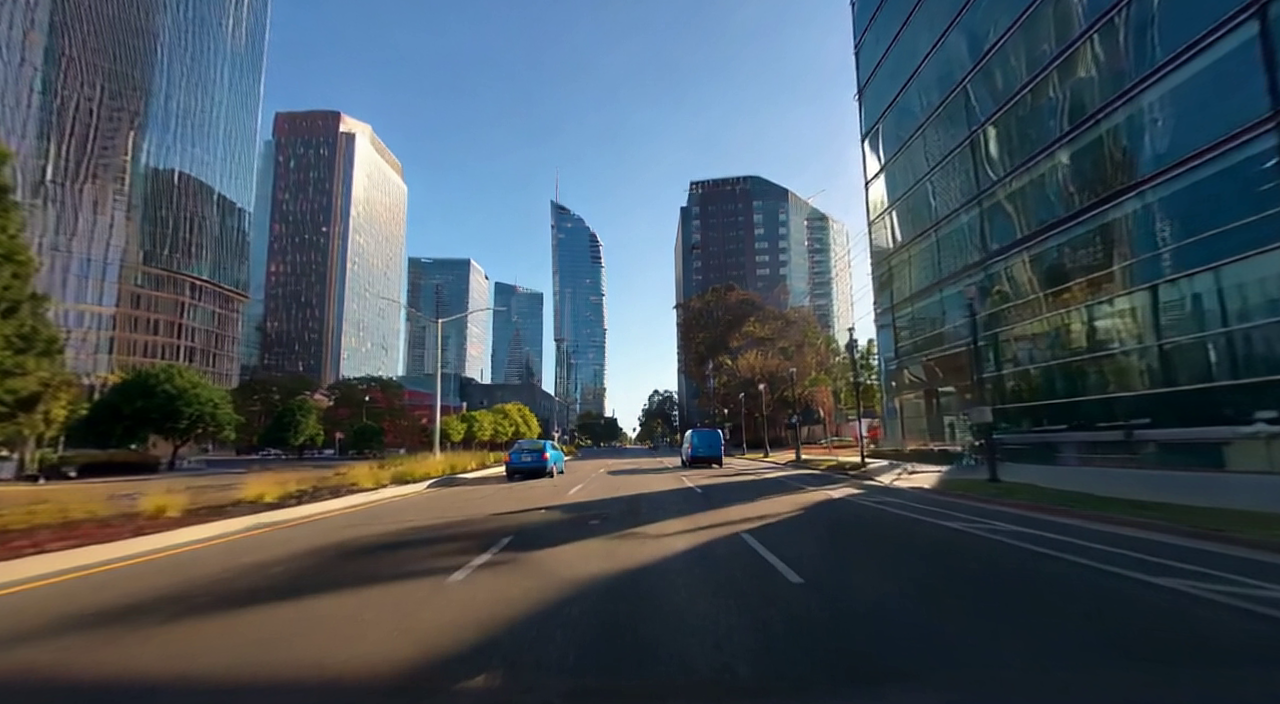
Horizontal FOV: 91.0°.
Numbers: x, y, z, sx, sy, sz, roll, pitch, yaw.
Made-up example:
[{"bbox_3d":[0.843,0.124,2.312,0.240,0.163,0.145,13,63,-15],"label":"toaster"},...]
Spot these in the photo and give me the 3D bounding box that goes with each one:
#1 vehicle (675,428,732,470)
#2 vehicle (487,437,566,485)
[{"bbox_3d":[3.089,4.895,31.847,2.200,1.914,5.145,0,-8,-1],"label":"vehicle"},{"bbox_3d":[-3.719,3.635,21.325,1.864,1.464,4.195,0,-8,0],"label":"vehicle"}]
